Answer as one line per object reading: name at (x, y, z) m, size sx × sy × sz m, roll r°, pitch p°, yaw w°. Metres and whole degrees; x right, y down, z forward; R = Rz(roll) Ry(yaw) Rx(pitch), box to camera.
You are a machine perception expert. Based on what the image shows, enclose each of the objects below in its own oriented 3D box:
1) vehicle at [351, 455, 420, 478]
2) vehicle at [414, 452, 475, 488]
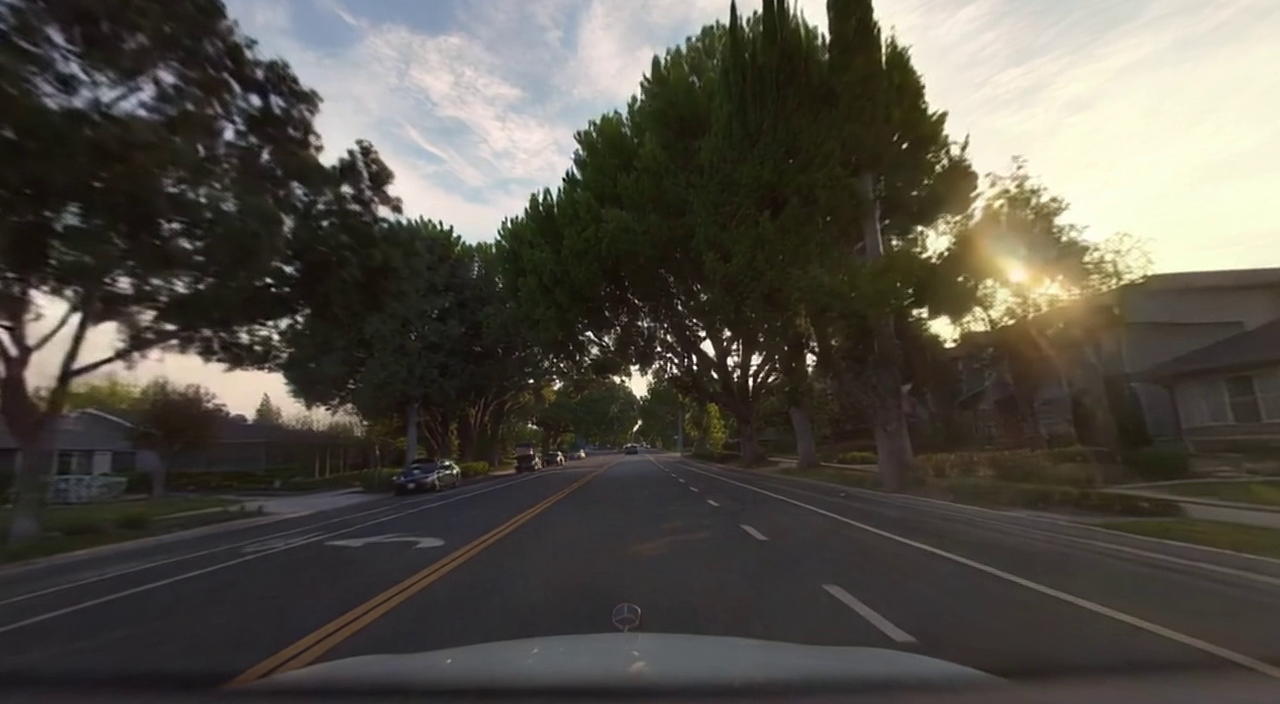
vehicle at (-18.993, 8.560, 47.286) m, size 4.310 × 1.690 × 1.848 m, roll 1°, pitch -9°, yaw -3°
vehicle at (-10.762, 6.480, 35.099) m, size 1.989 × 1.610 × 4.337 m, roll -5°, pitch -8°, yaw -1°
